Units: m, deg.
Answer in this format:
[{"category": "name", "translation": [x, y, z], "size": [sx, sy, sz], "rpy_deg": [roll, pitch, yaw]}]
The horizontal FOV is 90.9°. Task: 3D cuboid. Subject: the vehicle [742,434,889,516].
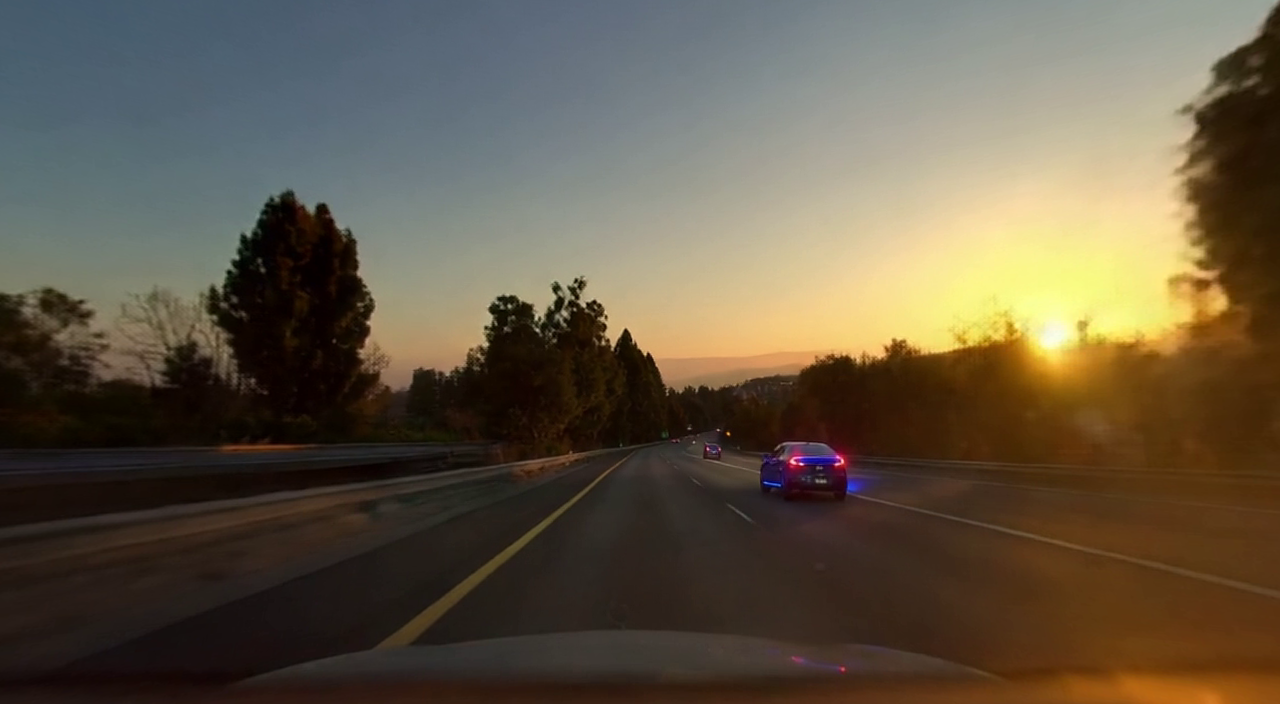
[{"category": "vehicle", "translation": [3.694, 2.687, 14.221], "size": [2.050, 1.546, 4.344], "rpy_deg": [0, -9, 0]}]
